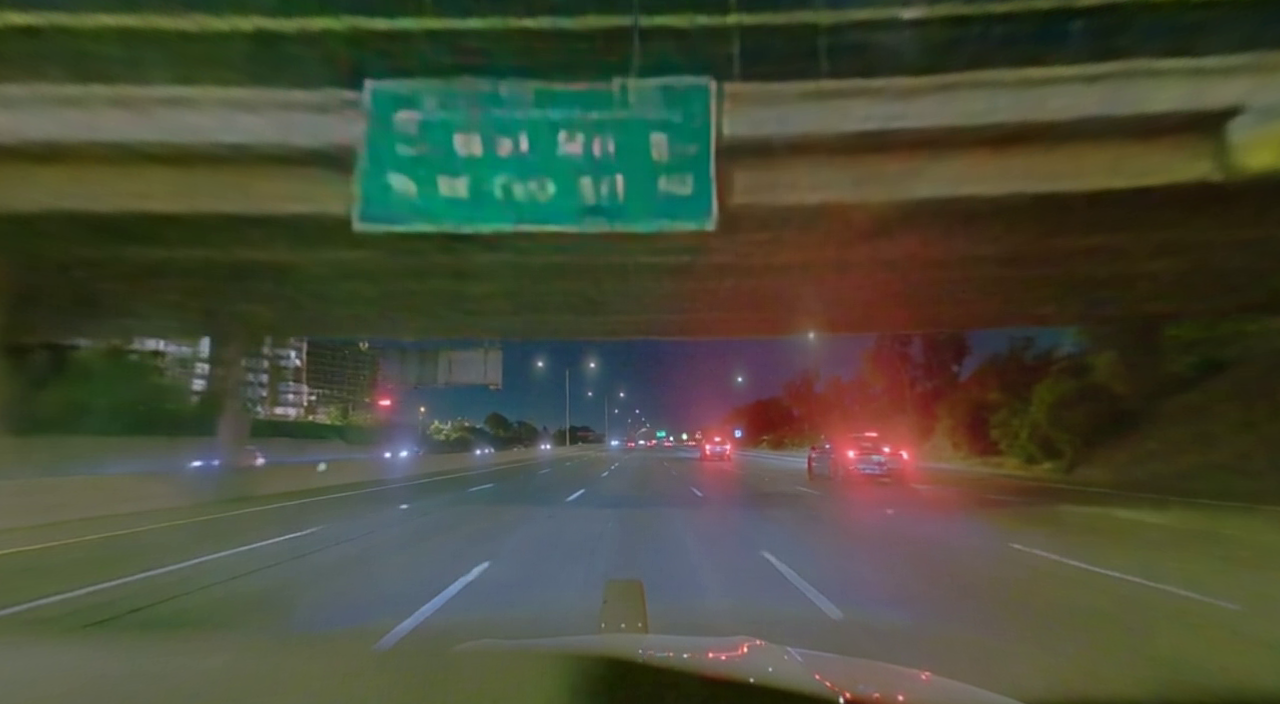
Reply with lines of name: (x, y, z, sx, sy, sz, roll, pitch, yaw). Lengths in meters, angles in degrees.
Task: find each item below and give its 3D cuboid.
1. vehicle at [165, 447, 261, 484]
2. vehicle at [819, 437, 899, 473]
vehicle: (-27.481, 7.273, 40.900, 2.326, 2.112, 5.658, -3, -9, 0)
vehicle: (10.021, 4.740, 29.306, 2.000, 1.514, 4.585, 0, -8, -1)
